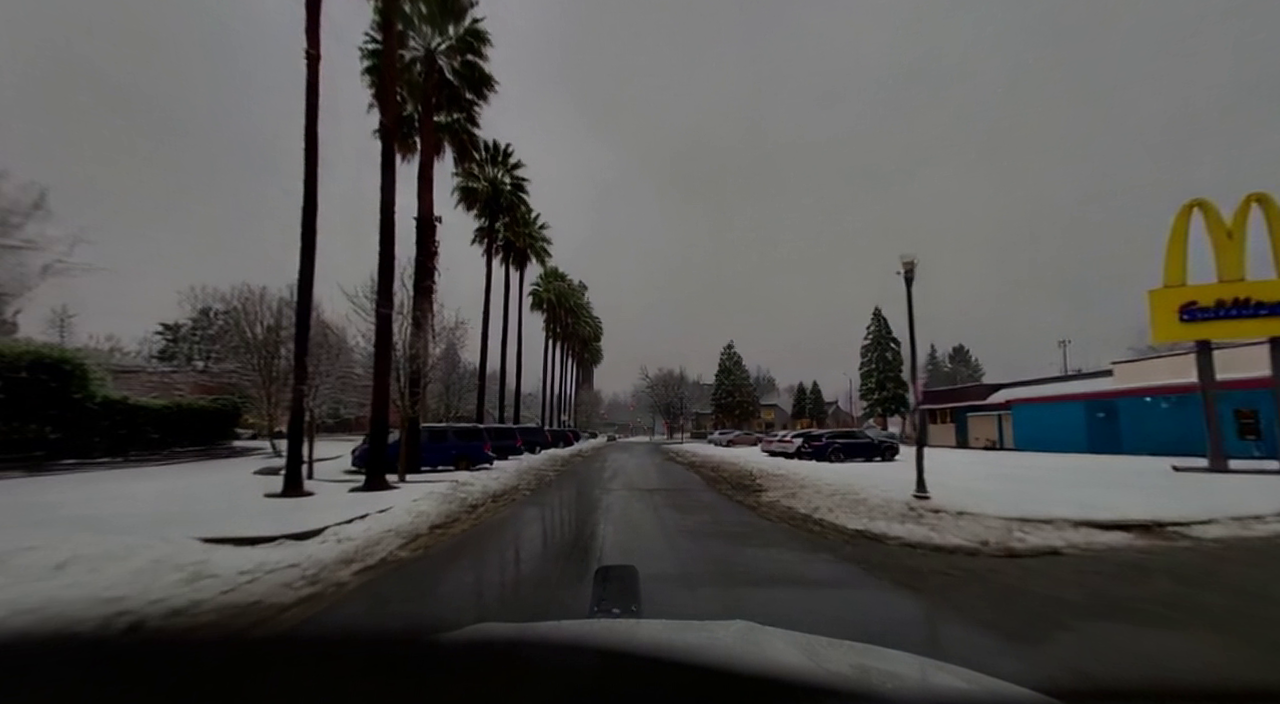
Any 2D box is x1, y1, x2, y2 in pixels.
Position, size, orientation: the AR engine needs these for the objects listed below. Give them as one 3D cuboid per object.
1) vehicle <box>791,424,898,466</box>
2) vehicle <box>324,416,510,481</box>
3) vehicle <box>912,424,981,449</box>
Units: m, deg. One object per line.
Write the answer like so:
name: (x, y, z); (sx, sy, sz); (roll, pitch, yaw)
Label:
vehicle: (9.267, 4.197, 28.582); (4.509, 1.759, 2.077); (5, -10, -30)
vehicle: (-7.101, 3.102, 20.319); (5.210, 1.834, 2.281); (5, -10, -30)
vehicle: (21.100, 5.869, 43.517); (4.120, 1.659, 1.894); (-5, -10, 28)
